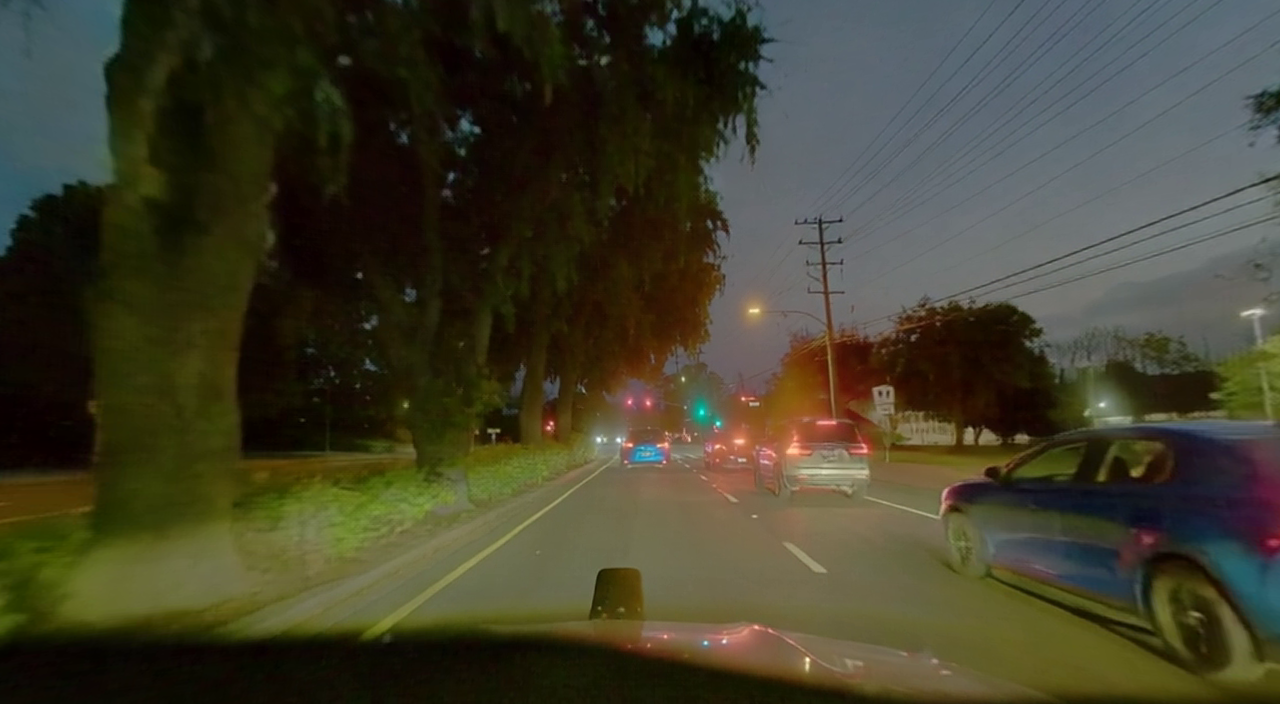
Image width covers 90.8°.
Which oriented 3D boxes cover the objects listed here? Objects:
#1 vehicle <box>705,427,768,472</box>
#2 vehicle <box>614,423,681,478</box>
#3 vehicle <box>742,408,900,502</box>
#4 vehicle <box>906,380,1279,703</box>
[{"bbox_3d":[3.758,3.871,25.307,1.923,1.653,3.703,-1,-8,0],"label":"vehicle"},{"bbox_3d":[0.237,3.483,22.610,2.163,1.746,4.073,-1,-8,0],"label":"vehicle"},{"bbox_3d":[4.025,2.412,15.156,2.254,1.840,4.918,0,-8,-1],"label":"vehicle"},{"bbox_3d":[3.727,1.097,4.333,1.881,1.512,4.294,-1,-8,-1],"label":"vehicle"}]
